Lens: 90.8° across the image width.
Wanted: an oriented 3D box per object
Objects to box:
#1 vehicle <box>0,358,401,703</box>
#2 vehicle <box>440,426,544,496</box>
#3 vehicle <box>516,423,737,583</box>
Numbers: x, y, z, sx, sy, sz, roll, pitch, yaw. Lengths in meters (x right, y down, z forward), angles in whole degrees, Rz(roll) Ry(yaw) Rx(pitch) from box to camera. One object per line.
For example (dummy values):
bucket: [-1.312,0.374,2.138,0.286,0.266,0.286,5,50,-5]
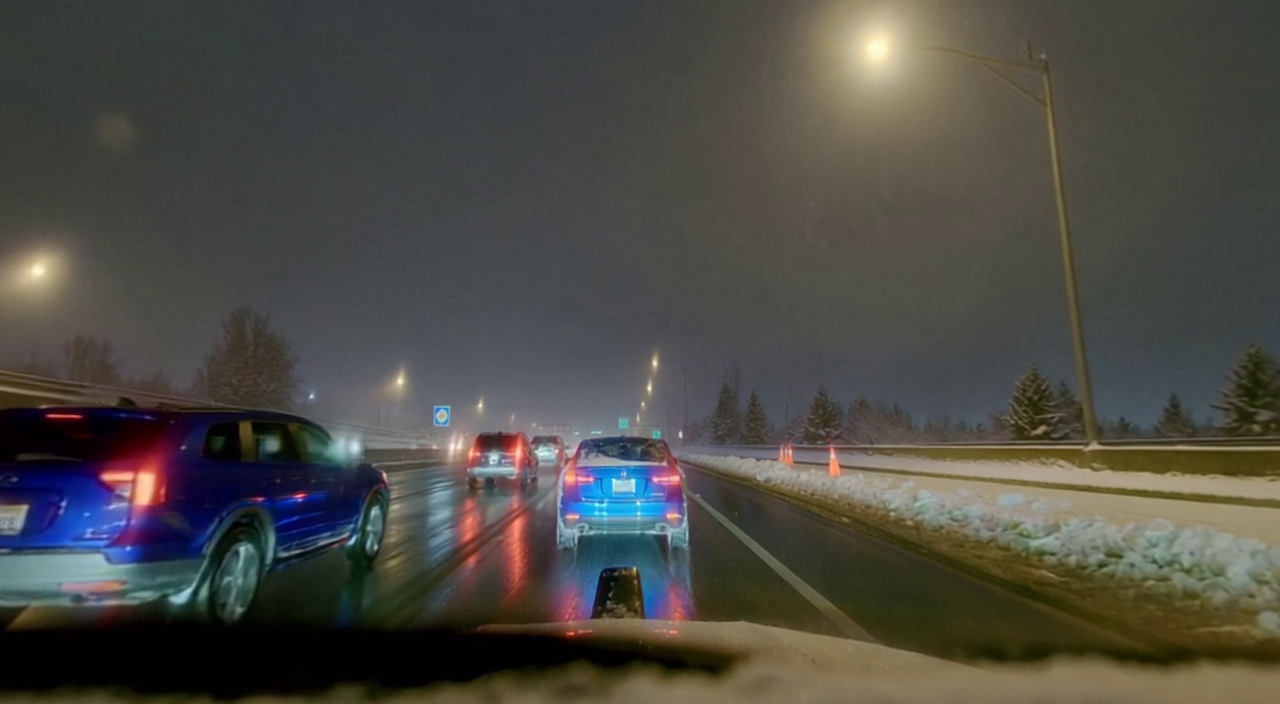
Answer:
vehicle: [-3.699,1.177,5.081,2.025,1.708,4.089,0,-9,-2]
vehicle: [-3.990,3.010,17.805,1.982,1.727,4.057,0,-9,-1]
vehicle: [-0.196,1.716,8.006,2.069,1.484,3.982,0,-8,-2]
